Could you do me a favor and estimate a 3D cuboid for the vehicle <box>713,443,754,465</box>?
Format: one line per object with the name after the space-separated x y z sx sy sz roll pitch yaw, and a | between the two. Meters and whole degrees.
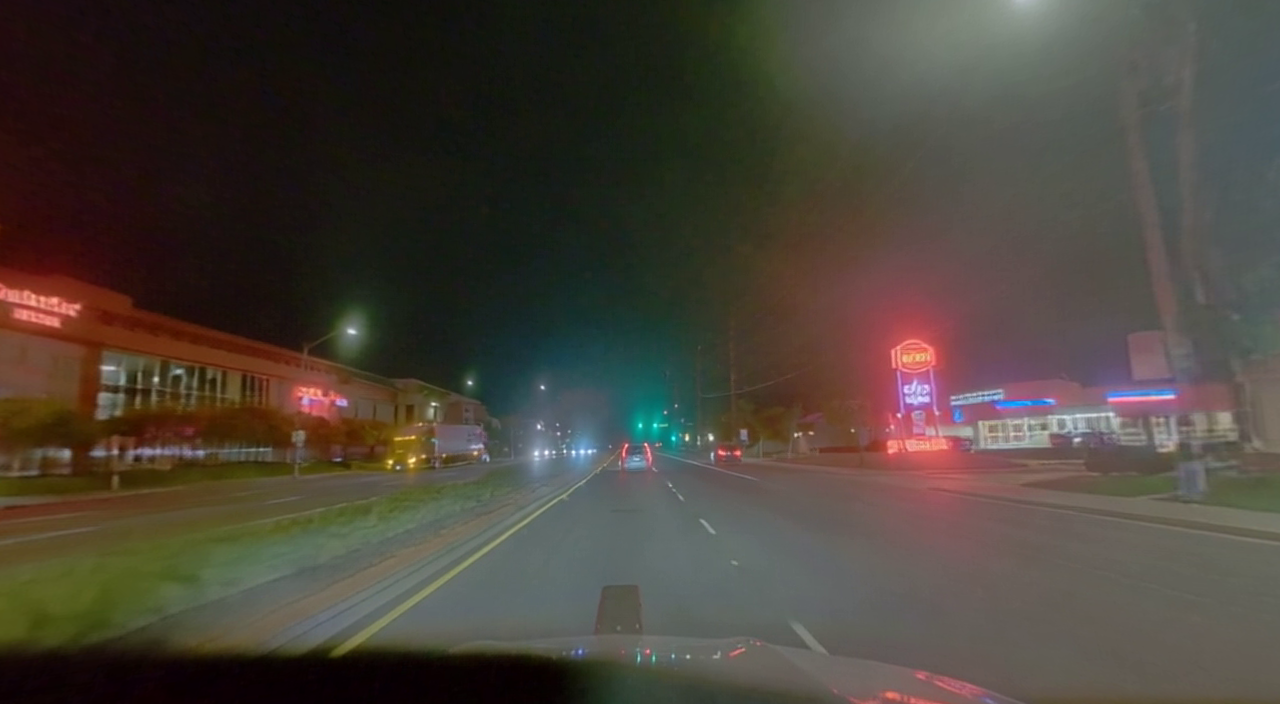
6.745 7.437 46.163 2.075 1.475 4.571 0 -8 -3 | vehicle

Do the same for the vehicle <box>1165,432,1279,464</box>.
29.529 4.900 32.146 1.805 1.481 4.351 -1 -9 -1 | vehicle

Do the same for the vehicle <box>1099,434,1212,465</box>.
26.754 5.088 33.056 1.840 1.446 4.820 -1 -8 0 | vehicle

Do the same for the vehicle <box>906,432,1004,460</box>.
23.212 6.984 46.785 5.909 1.970 2.365 0 -8 1 | vehicle

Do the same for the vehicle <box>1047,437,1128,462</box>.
26.894 5.869 38.147 1.761 1.409 4.353 0 -9 1 | vehicle

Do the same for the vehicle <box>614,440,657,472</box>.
-0.304 5.352 32.746 2.072 1.545 4.578 0 -8 -2 | vehicle
